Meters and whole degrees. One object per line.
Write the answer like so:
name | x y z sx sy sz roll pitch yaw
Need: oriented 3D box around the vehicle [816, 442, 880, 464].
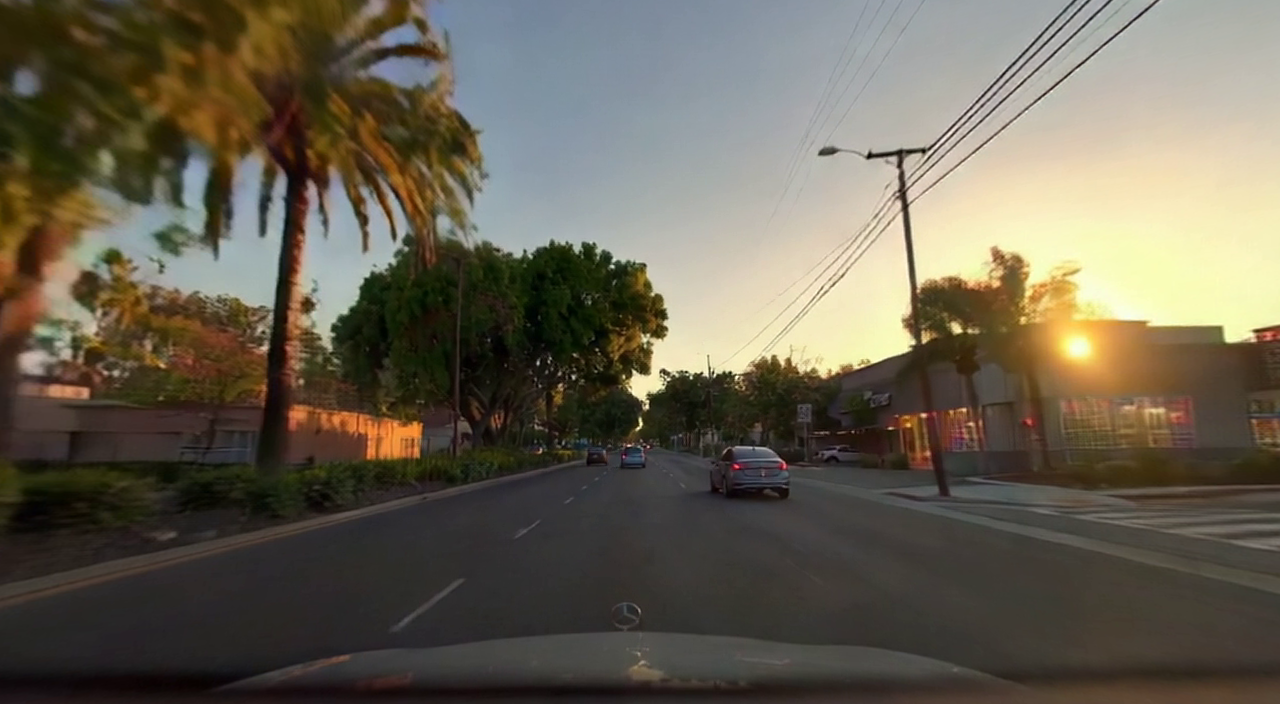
vehicle | 15.746 7.700 48.014 4.091 1.605 2.017 0 -9 -1

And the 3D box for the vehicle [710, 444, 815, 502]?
vehicle | 3.465 3.508 18.873 2.090 1.503 4.566 0 -9 -2
